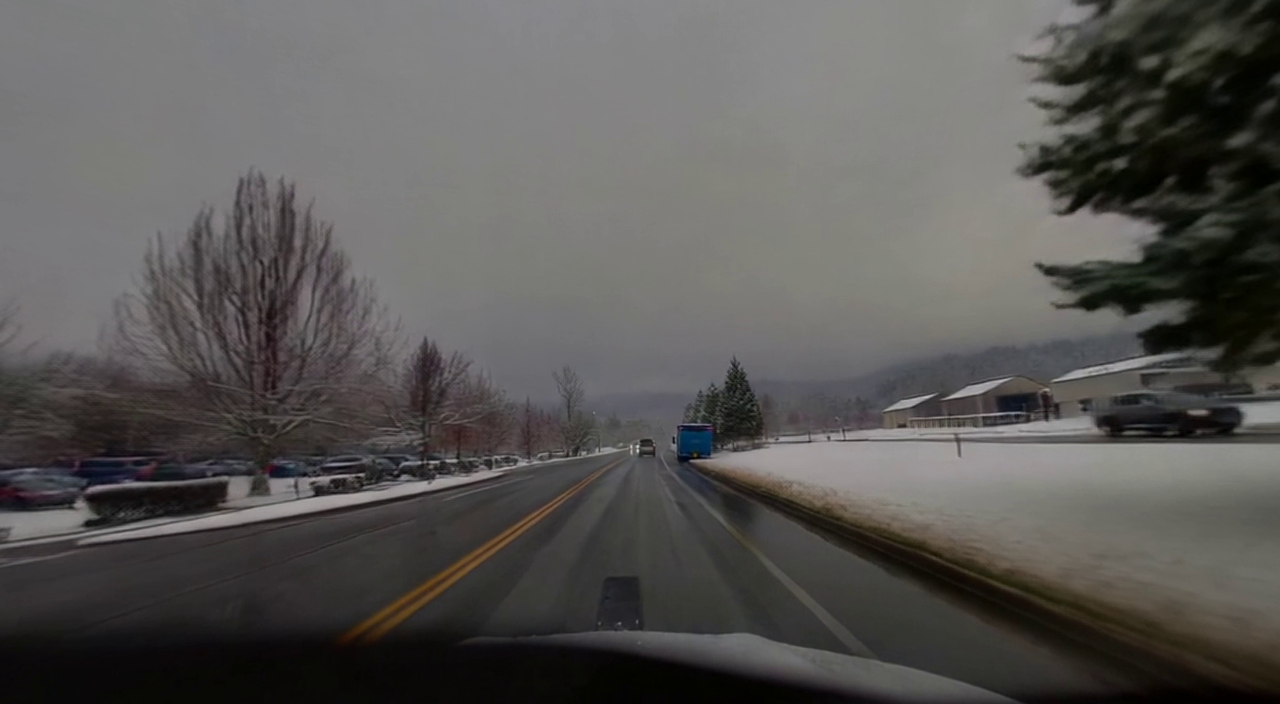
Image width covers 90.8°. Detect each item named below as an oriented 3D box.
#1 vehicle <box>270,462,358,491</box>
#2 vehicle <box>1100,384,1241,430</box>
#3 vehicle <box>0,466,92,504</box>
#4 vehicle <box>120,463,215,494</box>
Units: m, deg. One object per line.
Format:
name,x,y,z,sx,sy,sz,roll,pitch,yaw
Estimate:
vehicle,-22.207,8.452,43.291,2.233,1.709,5.161,-3,-9,19
vehicle,21.260,2.318,25.617,1.871,1.582,4.500,0,-8,1
vehicle,-33.430,7.255,34.302,5.432,1.791,2.159,-3,-9,2
vehicle,-32.568,8.726,43.644,4.996,1.817,2.054,-3,-10,1
